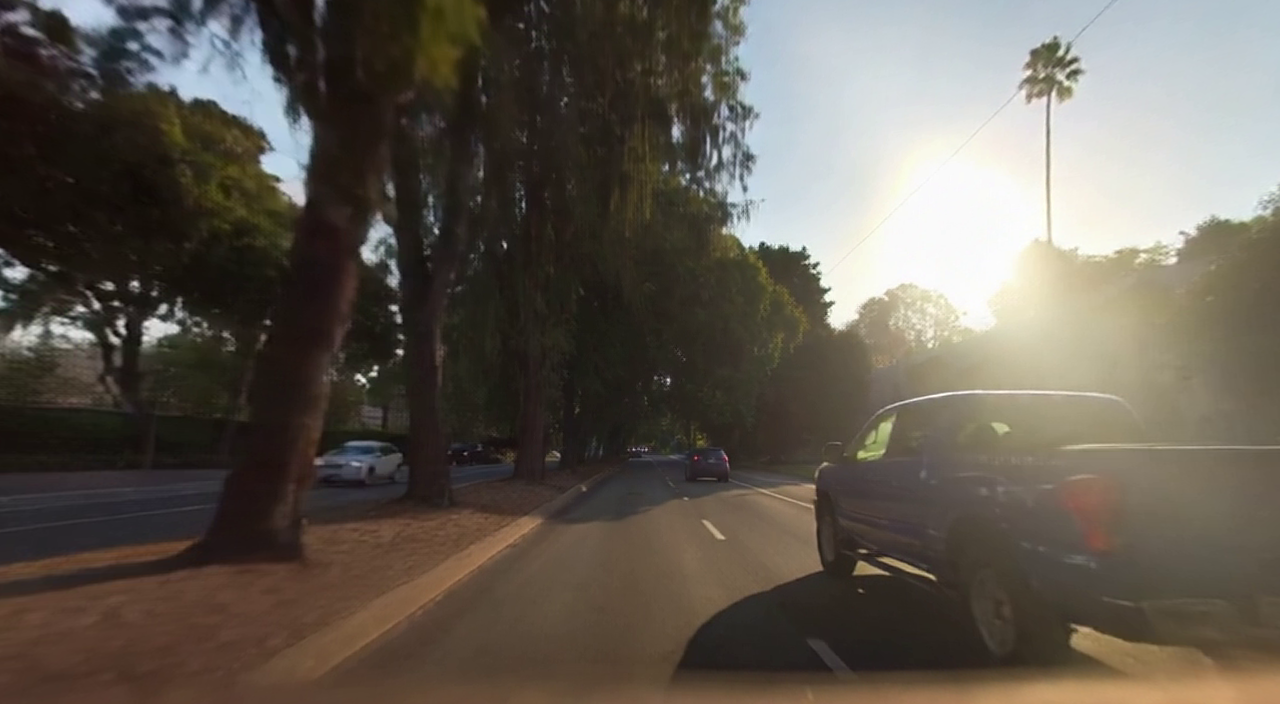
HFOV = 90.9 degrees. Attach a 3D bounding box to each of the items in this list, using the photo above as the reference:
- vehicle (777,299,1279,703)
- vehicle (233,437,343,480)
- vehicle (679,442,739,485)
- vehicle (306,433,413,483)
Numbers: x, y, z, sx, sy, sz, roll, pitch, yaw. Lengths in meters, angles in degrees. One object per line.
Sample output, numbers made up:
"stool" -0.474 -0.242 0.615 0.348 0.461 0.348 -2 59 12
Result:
"vehicle" 2.996 1.202 4.934 2.553 1.942 5.679 0 -9 0
"vehicle" -14.128 4.311 25.641 1.996 1.599 4.193 0 -9 0
"vehicle" 2.946 4.916 28.084 2.108 1.712 4.616 0 -9 -1
"vehicle" -10.994 4.183 25.160 2.013 1.777 4.810 0 -9 0
